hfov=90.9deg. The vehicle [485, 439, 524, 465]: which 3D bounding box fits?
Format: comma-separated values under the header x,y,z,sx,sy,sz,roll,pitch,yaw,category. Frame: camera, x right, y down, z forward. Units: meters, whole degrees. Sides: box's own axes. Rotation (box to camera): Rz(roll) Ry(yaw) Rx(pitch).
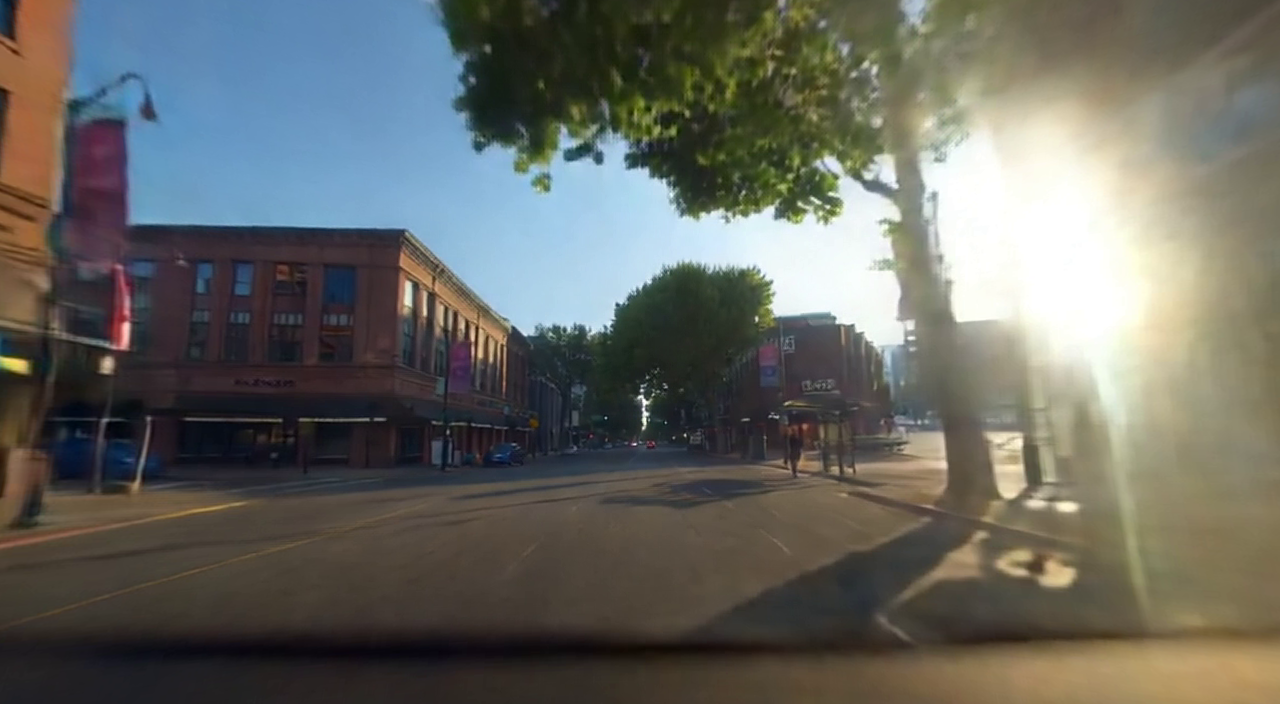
x,y,z,sx,sy,sz,roll,pitch,yaw,category
-10.504,7.780,49.211,2.060,1.796,4.675,-2,-7,0,vehicle
